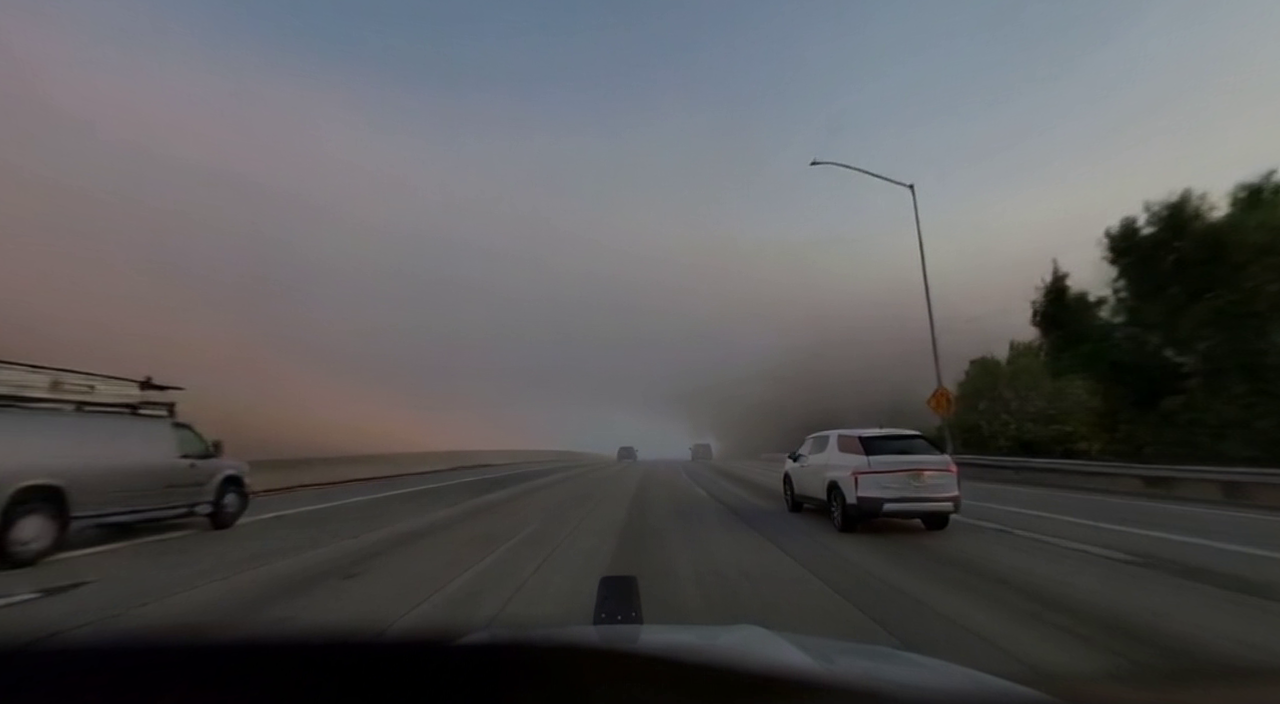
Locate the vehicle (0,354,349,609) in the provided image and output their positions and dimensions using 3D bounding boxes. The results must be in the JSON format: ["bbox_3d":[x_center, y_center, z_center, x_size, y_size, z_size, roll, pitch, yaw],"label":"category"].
[{"bbox_3d":[-6.307,1.483,7.977,2.383,2.048,5.875,0,-9,1],"label":"vehicle"}]

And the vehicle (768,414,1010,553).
[{"bbox_3d":[3.623,2.013,10.309,2.075,1.743,4.410,0,-9,-1],"label":"vehicle"}]
